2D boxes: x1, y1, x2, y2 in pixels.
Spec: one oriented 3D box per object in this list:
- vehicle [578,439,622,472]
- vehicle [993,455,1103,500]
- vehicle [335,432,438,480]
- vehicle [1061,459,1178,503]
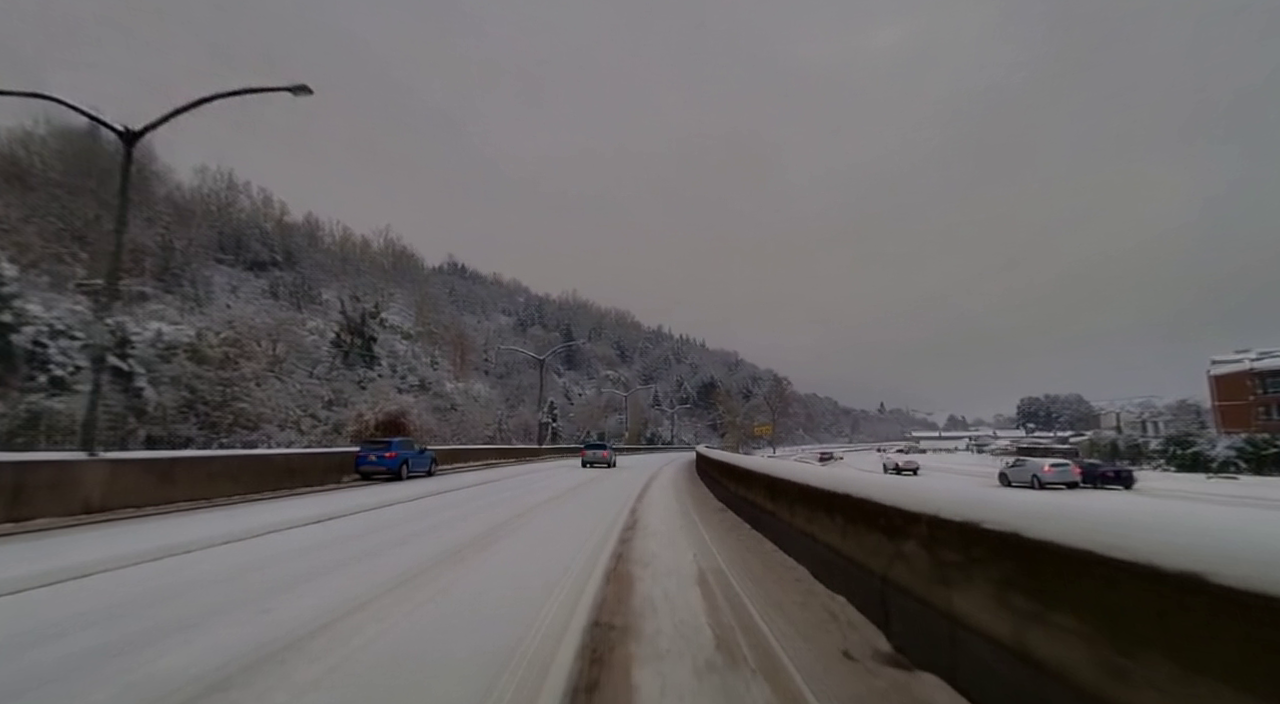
[{"bbox_3d":[-2.248,5.999,36.708,2.028,1.782,4.150,-1,-8,4],"label":"vehicle"},{"bbox_3d":[16.454,5.034,25.742,1.786,1.559,4.496,-1,-8,6],"label":"vehicle"},{"bbox_3d":[-10.081,4.181,25.537,2.039,1.746,4.528,-1,-8,4],"label":"vehicle"},{"bbox_3d":[21.032,5.638,27.937,2.010,1.620,4.347,-1,-8,5],"label":"vehicle"}]
